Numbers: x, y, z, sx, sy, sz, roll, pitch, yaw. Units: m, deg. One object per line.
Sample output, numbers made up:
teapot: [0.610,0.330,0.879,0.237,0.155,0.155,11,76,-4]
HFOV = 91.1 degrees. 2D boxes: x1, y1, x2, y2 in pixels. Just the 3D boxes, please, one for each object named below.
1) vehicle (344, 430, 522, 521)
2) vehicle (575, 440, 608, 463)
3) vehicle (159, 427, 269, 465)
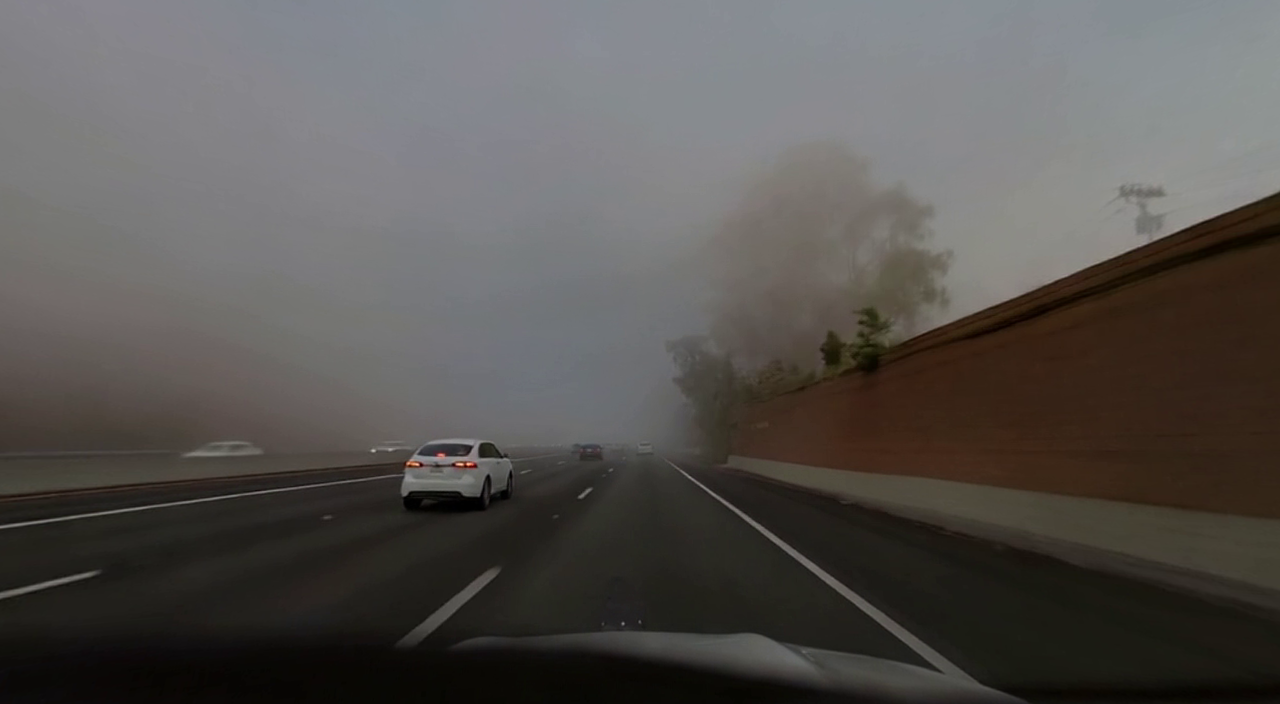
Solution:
vehicle: [-3.894,2.410,12.860,1.945,1.484,4.803,0,-9,1]
vehicle: [-3.558,7.403,46.919,2.036,1.636,4.511,0,-9,1]
vehicle: [-31.985,7.160,47.645,2.732,2.631,7.820,0,-9,1]
